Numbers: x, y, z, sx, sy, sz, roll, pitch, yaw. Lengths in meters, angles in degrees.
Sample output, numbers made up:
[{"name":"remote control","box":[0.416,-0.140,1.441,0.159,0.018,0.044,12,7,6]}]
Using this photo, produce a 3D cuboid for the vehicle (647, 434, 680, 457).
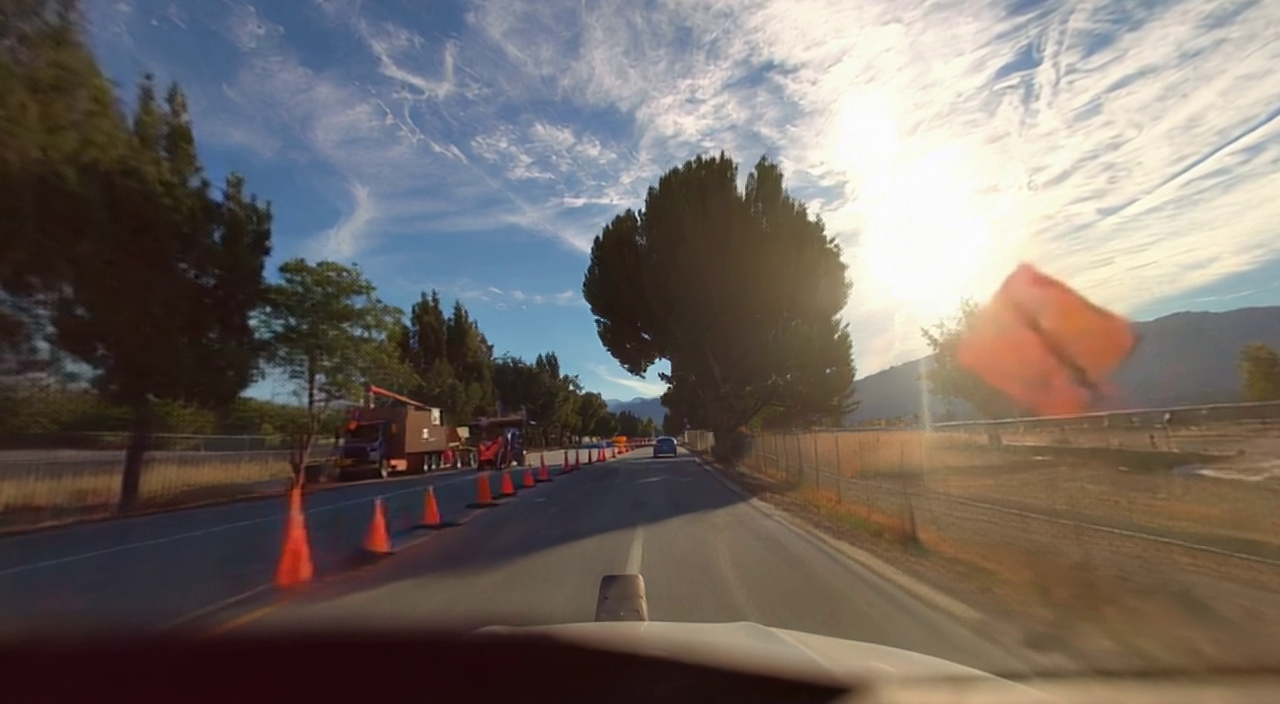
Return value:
[{"name":"vehicle","box":[1.610,6.501,43.923,2.172,1.486,3.581,0,-9,2]}]

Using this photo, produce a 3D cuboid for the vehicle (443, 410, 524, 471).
[{"name":"vehicle","box":[-7.344,4.205,29.967,3.064,2.710,2.385,-1,-9,4]}]
